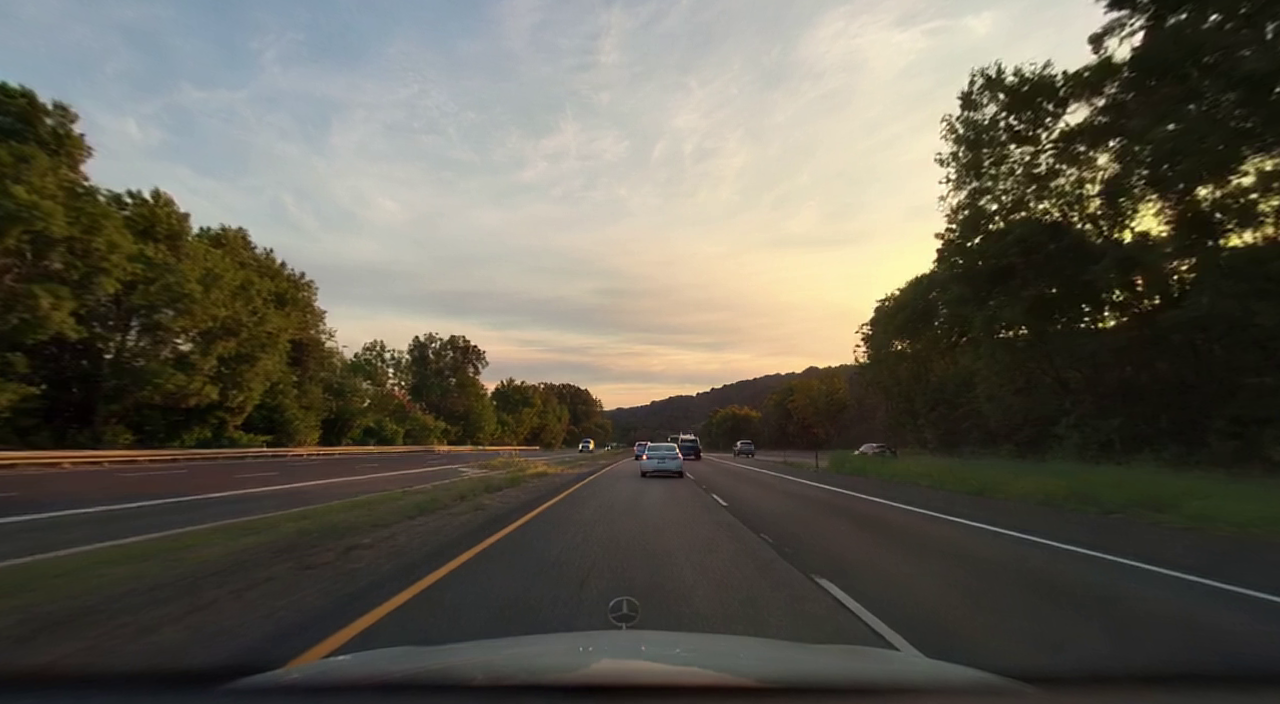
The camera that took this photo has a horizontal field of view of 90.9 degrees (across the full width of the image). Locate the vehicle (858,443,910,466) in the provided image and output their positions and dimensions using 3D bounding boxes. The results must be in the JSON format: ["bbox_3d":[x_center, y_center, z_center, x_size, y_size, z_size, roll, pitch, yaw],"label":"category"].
[{"bbox_3d":[16.726,7.046,43.345,1.926,1.483,3.528,0,-9,-4],"label":"vehicle"}]

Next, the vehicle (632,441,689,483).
[{"bbox_3d":[0.750,4.329,25.048,2.053,1.483,4.185,0,-9,0],"label":"vehicle"}]
